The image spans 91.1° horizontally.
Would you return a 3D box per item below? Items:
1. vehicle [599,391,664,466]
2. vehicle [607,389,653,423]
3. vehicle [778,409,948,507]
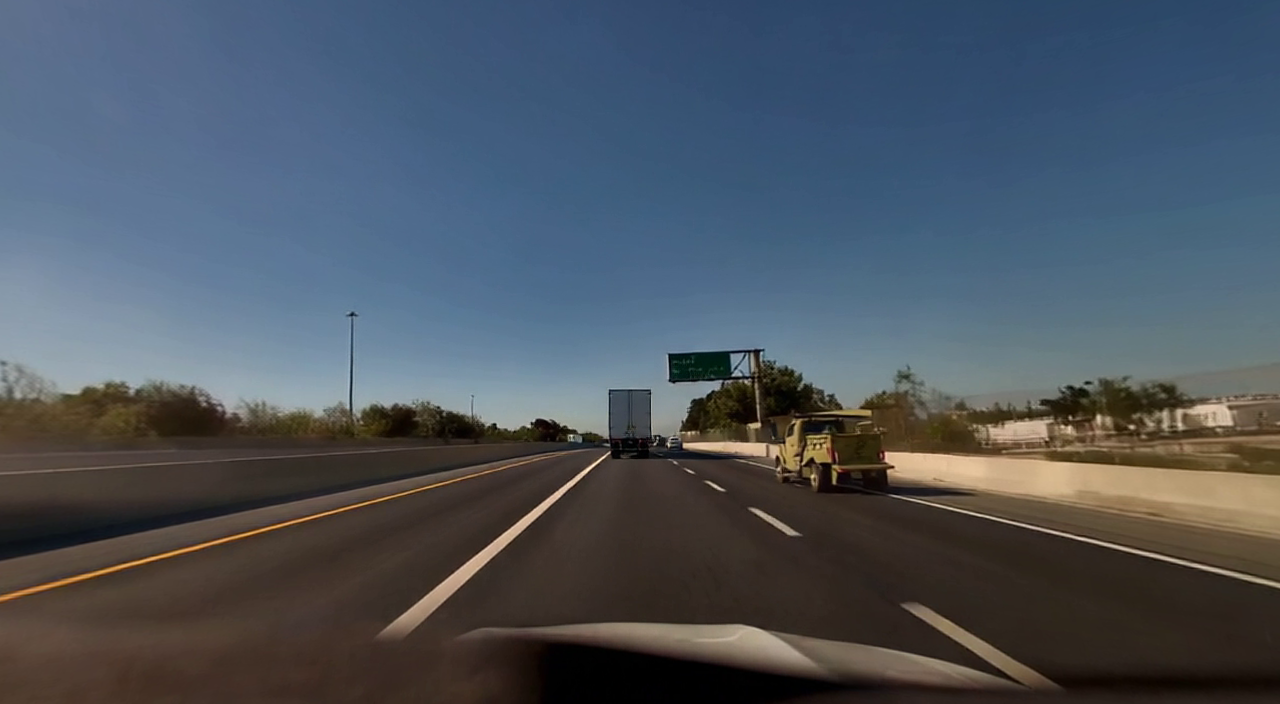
[{"bbox_3d":[-0.668,4.288,35.687,2.953,3.406,13.372,1,-7,-2],"label":"vehicle"},{"bbox_3d":[-0.493,2.755,31.240,2.112,1.472,4.240,0,-8,-1],"label":"vehicle"},{"bbox_3d":[4.729,2.310,14.247,2.091,1.829,4.625,0,-8,-1],"label":"vehicle"}]
